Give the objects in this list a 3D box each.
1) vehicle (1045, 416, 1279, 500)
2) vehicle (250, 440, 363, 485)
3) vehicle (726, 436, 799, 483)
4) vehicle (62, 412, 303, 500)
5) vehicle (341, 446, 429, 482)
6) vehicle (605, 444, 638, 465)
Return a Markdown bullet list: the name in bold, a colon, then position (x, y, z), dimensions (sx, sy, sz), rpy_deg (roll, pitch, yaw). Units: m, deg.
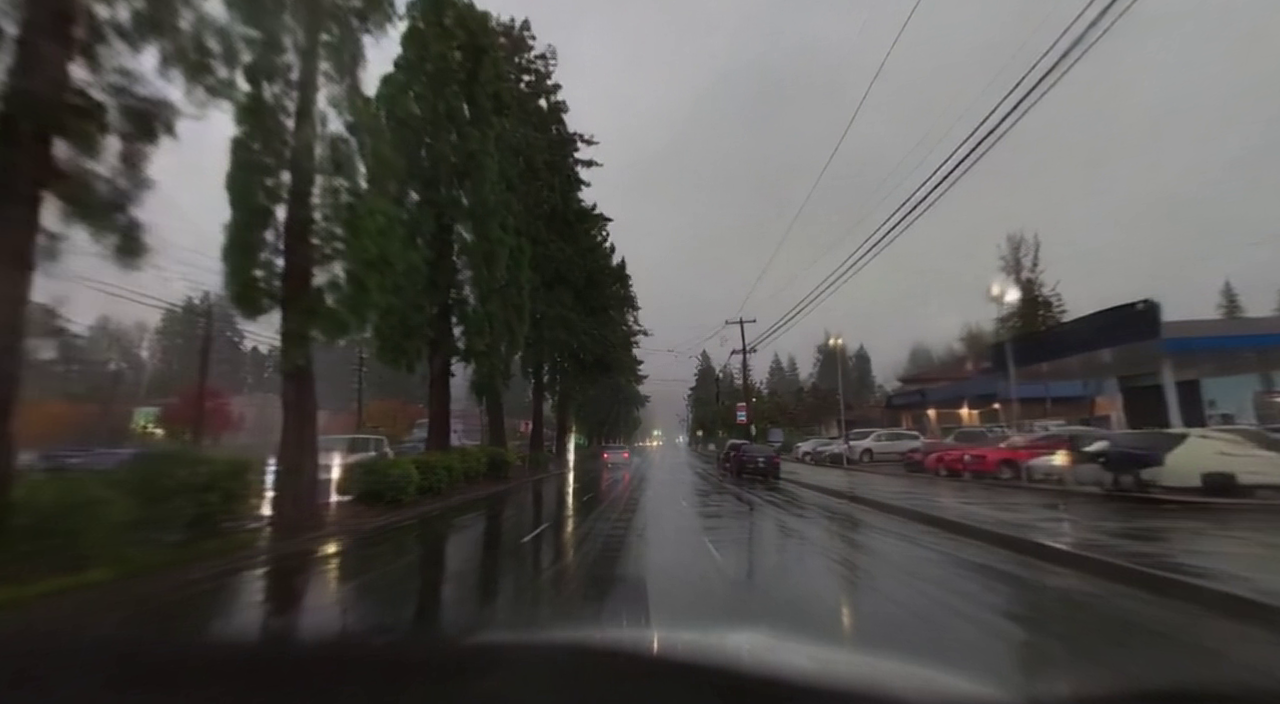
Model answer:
- **vehicle**: position (12.254, 2.417, 14.519), dimensions (4.454, 1.776, 1.891), rpy_deg (0, -9, 0)
- **vehicle**: position (-14.499, 4.823, 27.805), dimensions (2.163, 1.761, 4.811), rpy_deg (-1, -9, 2)
- **vehicle**: position (4.854, 4.346, 25.724), dimensions (2.179, 1.709, 4.512), rpy_deg (0, -9, 1)
- **vehicle**: position (-18.608, 4.366, 26.878), dimensions (2.953, 3.076, 9.336), rpy_deg (-1, -9, 2)
- **vehicle**: position (-10.790, 4.747, 27.025), dimensions (1.801, 1.407, 4.270), rpy_deg (-1, -9, 2)
- **vehicle**: position (-1.267, 7.252, 44.697), dimensions (1.959, 1.406, 4.272), rpy_deg (-1, -9, 3)
